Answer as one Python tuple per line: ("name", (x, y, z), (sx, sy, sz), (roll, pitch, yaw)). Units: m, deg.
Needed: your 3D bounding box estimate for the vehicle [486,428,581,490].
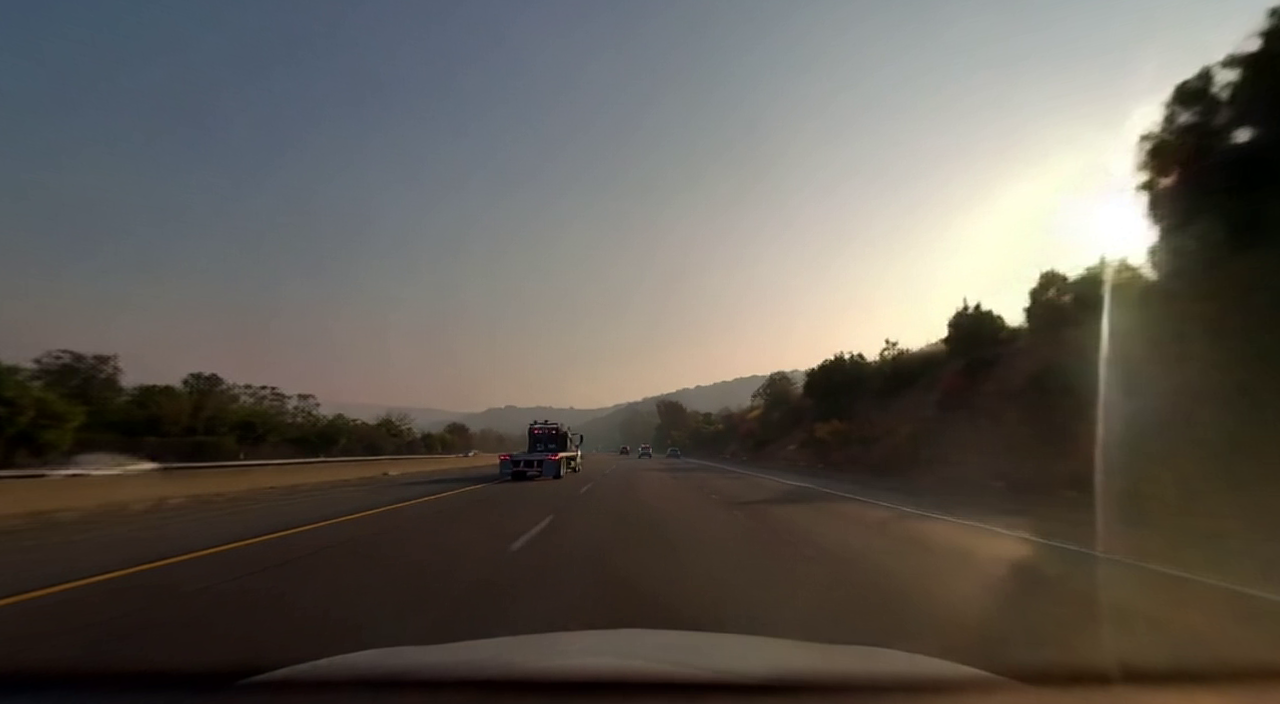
("vehicle", (-3.598, 3.783, 22.617), (2.379, 1.918, 5.504), (0, -9, 1))
